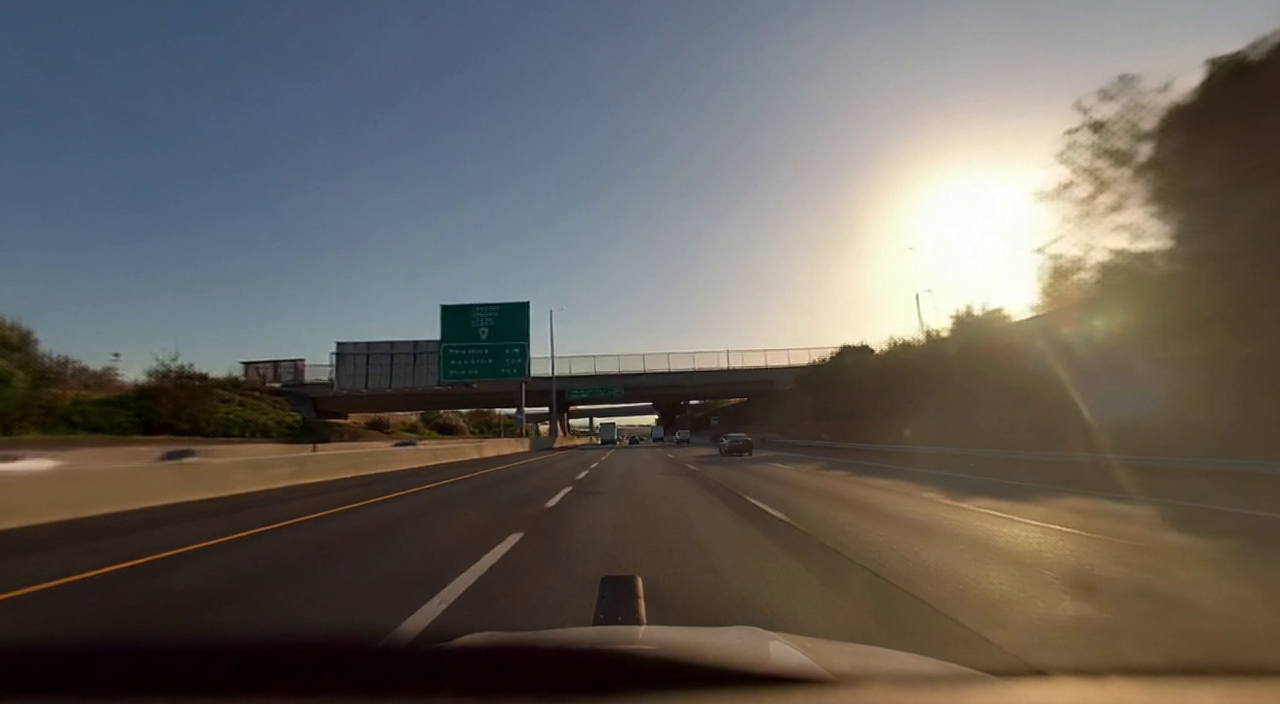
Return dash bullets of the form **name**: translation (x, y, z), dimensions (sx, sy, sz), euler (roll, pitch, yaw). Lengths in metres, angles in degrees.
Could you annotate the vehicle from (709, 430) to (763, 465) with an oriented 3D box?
- **vehicle**: translation (4.365, 4.382, 29.096), dimensions (1.802, 1.492, 3.804), euler (0, -8, -1)
